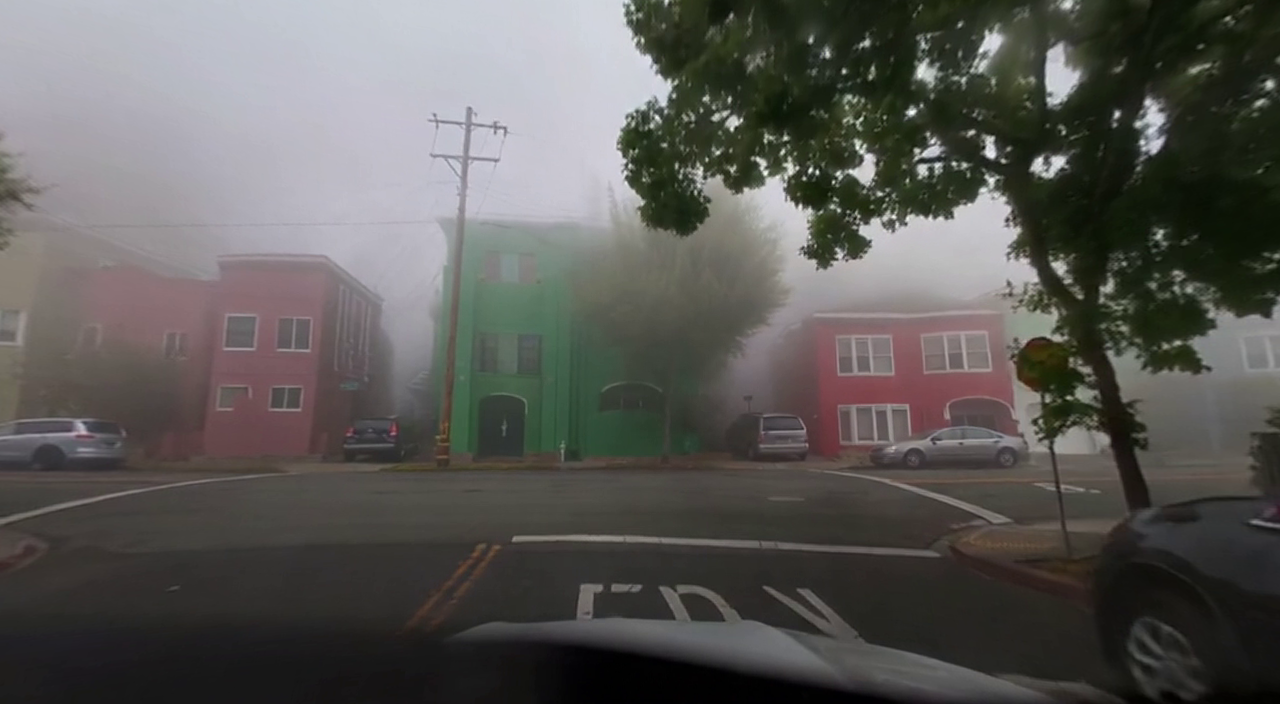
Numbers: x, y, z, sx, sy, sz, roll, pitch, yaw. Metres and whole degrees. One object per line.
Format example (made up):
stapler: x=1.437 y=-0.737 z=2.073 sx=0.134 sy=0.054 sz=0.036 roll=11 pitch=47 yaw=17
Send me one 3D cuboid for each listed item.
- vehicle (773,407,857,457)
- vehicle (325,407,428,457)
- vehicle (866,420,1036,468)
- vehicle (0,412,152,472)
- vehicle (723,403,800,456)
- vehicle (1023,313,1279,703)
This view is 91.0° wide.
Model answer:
vehicle: x=6.900 y=3.220 z=25.295 sx=2.053 sy=1.756 sz=4.034 roll=-1 pitch=-8 yaw=-2
vehicle: x=-10.167 y=3.177 z=24.763 sx=2.091 sy=1.760 sz=4.760 roll=0 pitch=-8 yaw=-2
vehicle: x=10.297 y=3.086 z=21.144 sx=4.644 sy=1.482 sz=1.997 roll=0 pitch=-8 yaw=1
vehicle: x=-18.125 y=2.771 z=19.339 sx=4.417 sy=1.703 sz=2.093 roll=0 pitch=-8 yaw=-3
vehicle: x=4.718 y=3.056 z=25.176 sx=2.081 sy=1.891 sz=4.367 roll=-1 pitch=-6 yaw=-2
vehicle: x=3.290 y=0.606 z=0.884 sx=2.109 sy=1.811 sz=4.886 roll=0 pitch=-8 yaw=-5
